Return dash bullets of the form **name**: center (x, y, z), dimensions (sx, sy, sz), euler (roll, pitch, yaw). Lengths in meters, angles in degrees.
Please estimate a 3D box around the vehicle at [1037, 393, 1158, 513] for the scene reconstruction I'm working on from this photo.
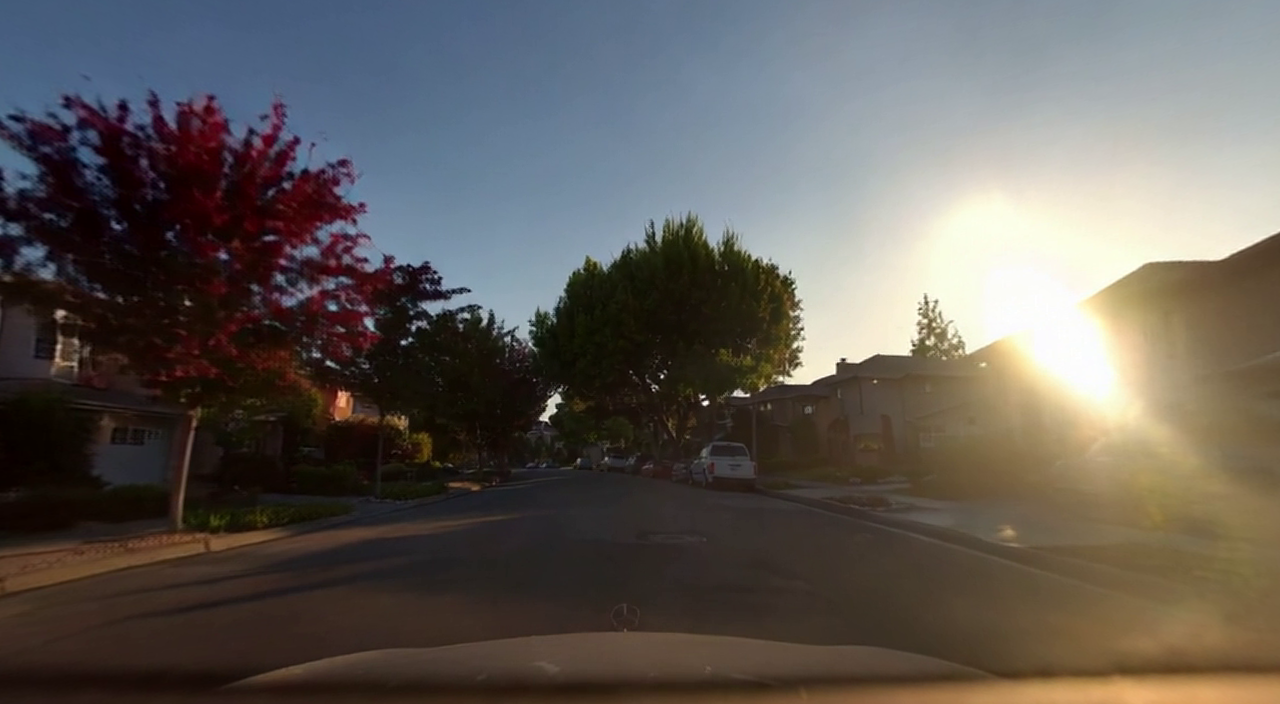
- **vehicle**: center (9.864, 2.157, 13.663), dimensions (1.820, 2.366, 1.453), euler (-7, -11, 37)

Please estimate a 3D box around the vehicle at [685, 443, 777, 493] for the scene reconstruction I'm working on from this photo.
- **vehicle**: center (3.854, 5.112, 28.180), dimensions (2.715, 1.900, 6.163), euler (2, -9, -5)
